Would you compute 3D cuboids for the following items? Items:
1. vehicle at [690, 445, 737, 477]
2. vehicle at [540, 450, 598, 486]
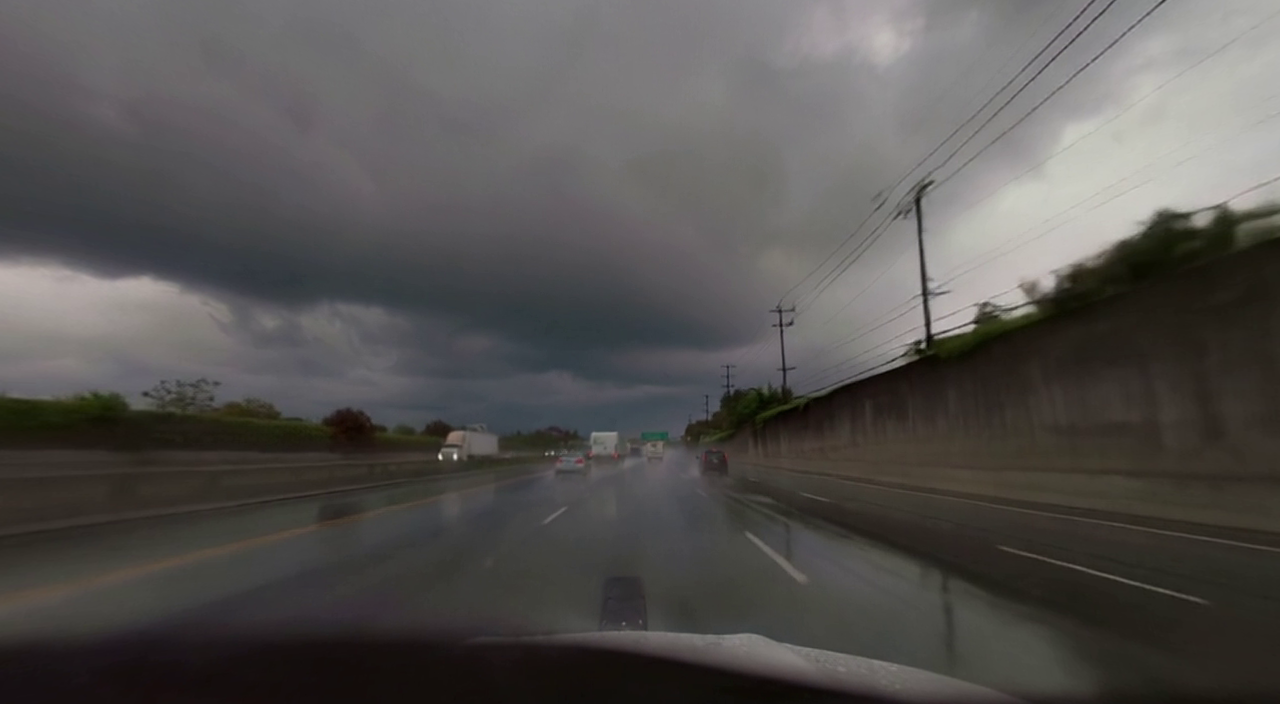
[{"bbox_3d":[4.351,6.548,38.104,2.214,1.799,4.627,0,-9,-1],"label":"vehicle"},{"bbox_3d":[-3.088,5.117,28.135,2.004,1.498,4.043,0,-9,2],"label":"vehicle"}]
